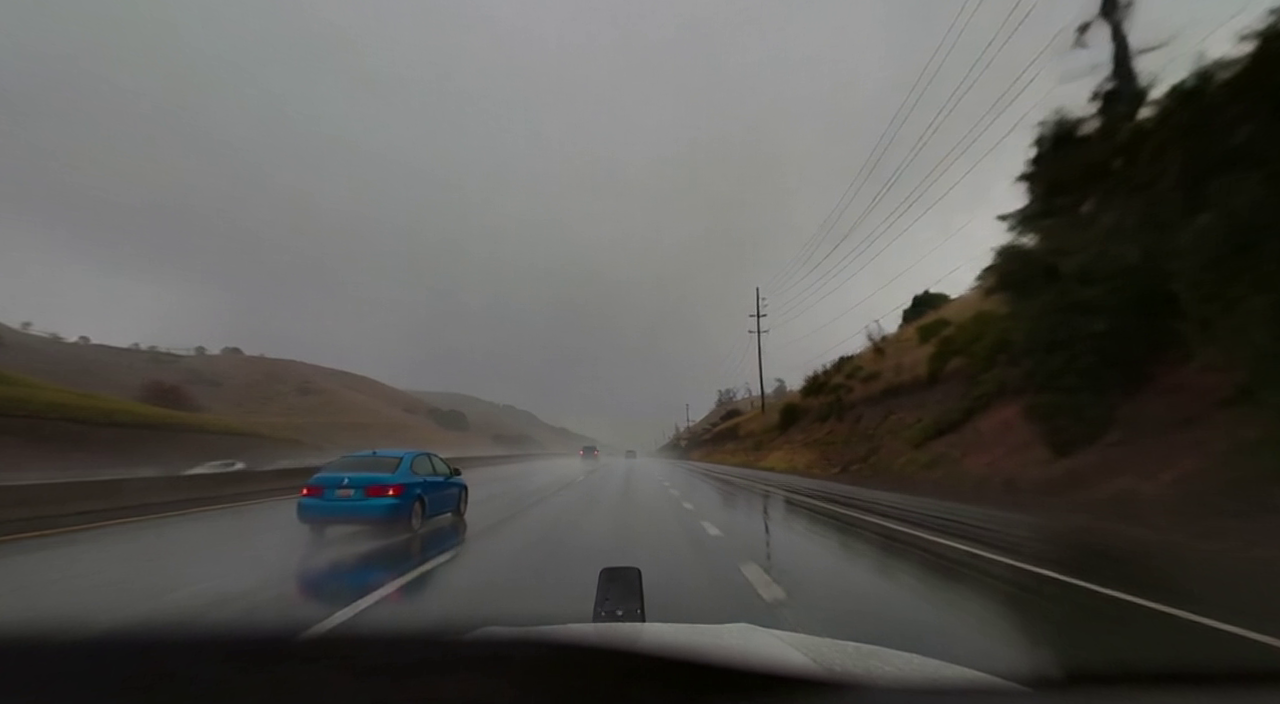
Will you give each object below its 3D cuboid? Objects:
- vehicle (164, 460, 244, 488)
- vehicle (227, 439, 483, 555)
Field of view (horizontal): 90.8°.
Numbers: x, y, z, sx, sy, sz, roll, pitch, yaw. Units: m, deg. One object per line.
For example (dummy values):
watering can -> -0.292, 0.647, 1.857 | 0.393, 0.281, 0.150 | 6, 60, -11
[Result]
vehicle -> -26.098, 7.281, 38.016 | 1.806, 1.474, 4.303 | 0, -9, -1
vehicle -> -4.363, 2.287, 10.816 | 2.064, 1.489, 4.966 | 0, -9, 0
